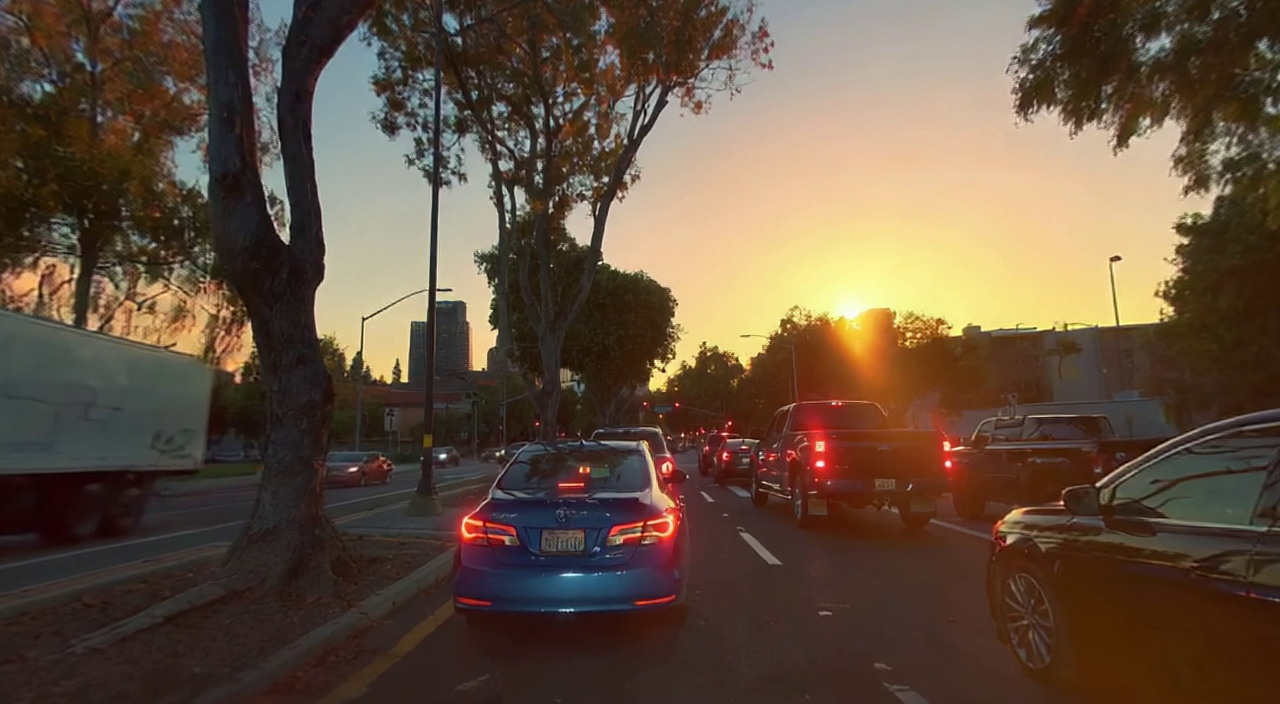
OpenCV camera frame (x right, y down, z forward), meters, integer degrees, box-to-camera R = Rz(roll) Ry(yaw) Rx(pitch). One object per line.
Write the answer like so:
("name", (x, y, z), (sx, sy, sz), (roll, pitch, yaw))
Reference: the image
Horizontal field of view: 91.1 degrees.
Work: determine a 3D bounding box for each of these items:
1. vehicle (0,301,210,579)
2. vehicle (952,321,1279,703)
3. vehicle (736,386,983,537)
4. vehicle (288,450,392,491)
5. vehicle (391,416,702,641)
("vehicle", (-9.086, 0.934, 6.717), (2.931, 3.265, 8.387), (0, -9, 0))
("vehicle", (3.158, 0.754, 2.089), (1.982, 1.709, 4.427), (0, -9, 1))
("vehicle", (3.510, 1.949, 11.712), (2.444, 2.098, 5.766), (0, -8, -1))
("vehicle", (-12.252, 4.828, 26.043), (1.957, 1.506, 4.706), (0, -9, 1))
("vehicle", (-0.583, 1.500, 6.340), (2.111, 1.506, 4.018), (0, -9, 1))
